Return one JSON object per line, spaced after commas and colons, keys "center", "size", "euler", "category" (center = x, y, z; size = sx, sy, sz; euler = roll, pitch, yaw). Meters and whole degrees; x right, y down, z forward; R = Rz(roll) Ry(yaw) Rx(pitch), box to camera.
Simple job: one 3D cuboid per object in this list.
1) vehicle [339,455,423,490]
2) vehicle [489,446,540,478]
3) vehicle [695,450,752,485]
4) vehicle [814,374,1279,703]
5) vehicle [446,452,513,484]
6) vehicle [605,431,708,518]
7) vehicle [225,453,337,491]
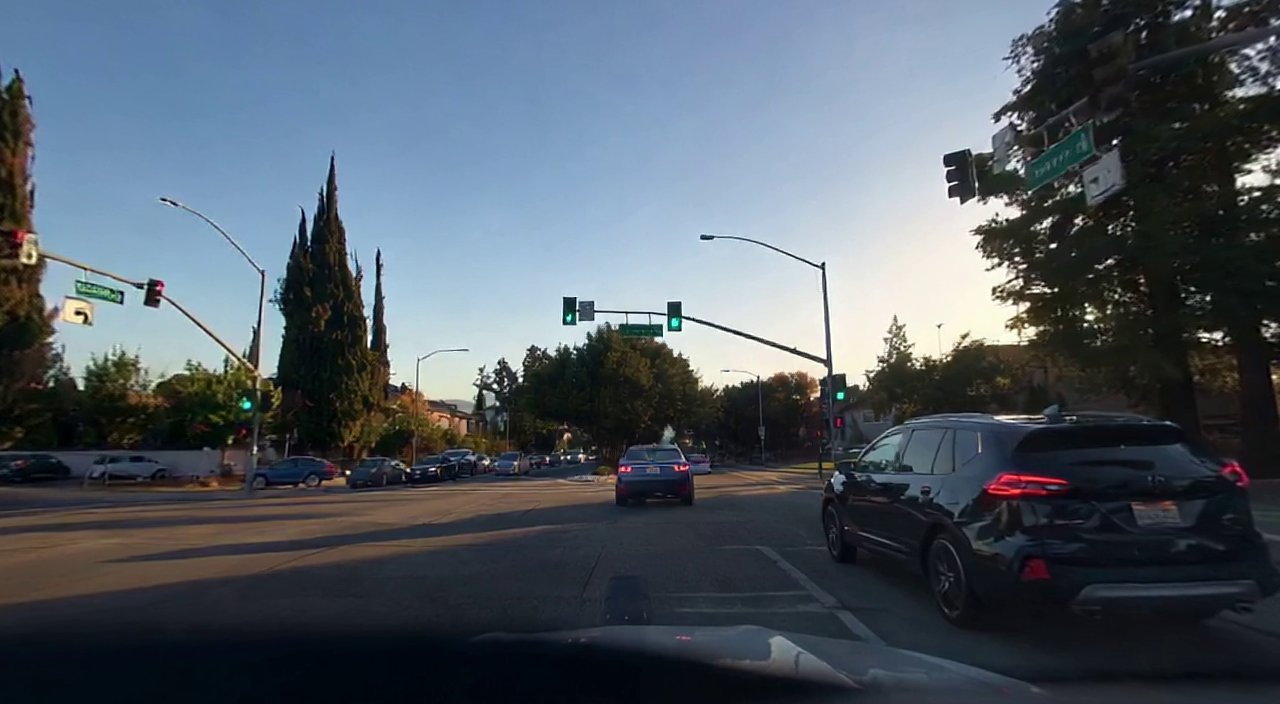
{"center": [-11.954, 5.551, 29.395], "size": [1.959, 1.450, 4.487], "euler": [0, -8, 1], "category": "vehicle"}
{"center": [-8.025, 7.050, 40.793], "size": [2.182, 1.939, 4.889], "euler": [0, -8, 1], "category": "vehicle"}
{"center": [3.870, 5.442, 29.976], "size": [2.096, 1.489, 4.757], "euler": [0, -9, 1], "category": "vehicle"}
{"center": [3.294, 1.339, 5.624], "size": [2.166, 1.799, 4.372], "euler": [0, -8, -1], "category": "vehicle"}
{"center": [-7.964, 5.803, 31.806], "size": [2.083, 1.420, 4.702], "euler": [0, -9, 1], "category": "vehicle"}
{"center": [0.318, 2.922, 15.604], "size": [2.185, 1.822, 4.391], "euler": [0, -8, -1], "category": "vehicle"}
{"center": [-18.547, 6.159, 32.819], "size": [1.986, 1.742, 4.580], "euler": [-5, -10, 31], "category": "vehicle"}
